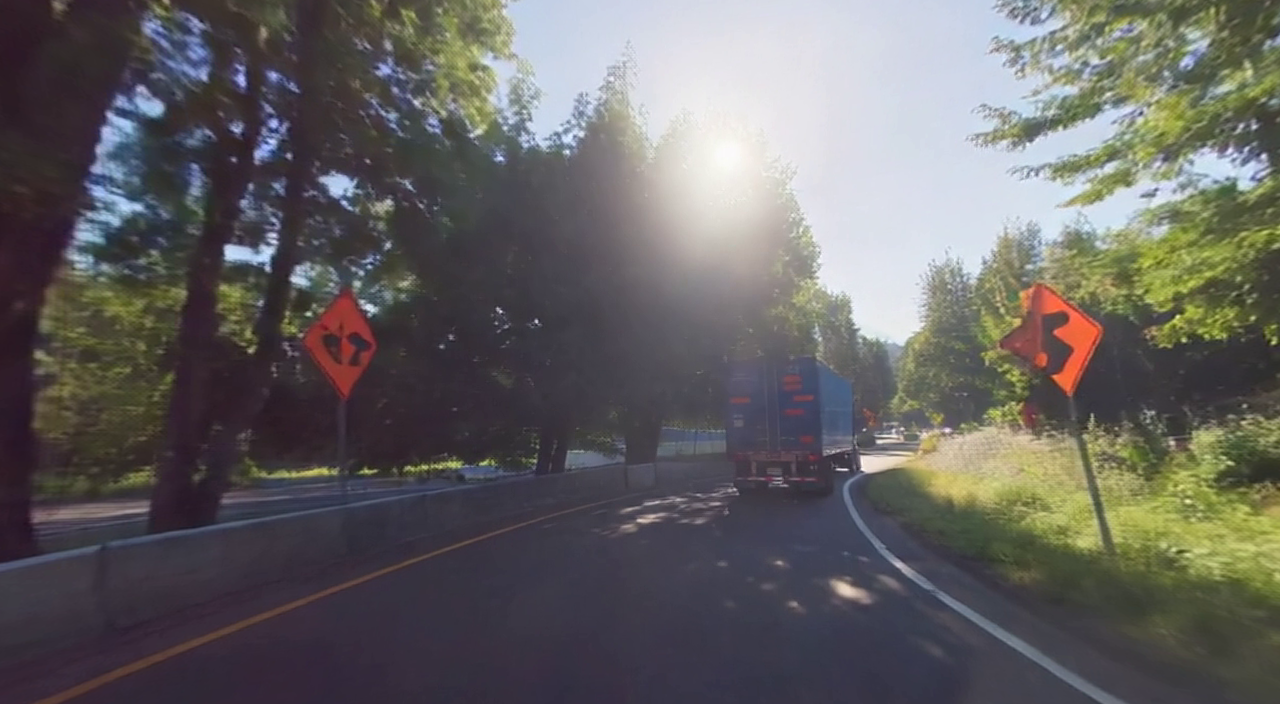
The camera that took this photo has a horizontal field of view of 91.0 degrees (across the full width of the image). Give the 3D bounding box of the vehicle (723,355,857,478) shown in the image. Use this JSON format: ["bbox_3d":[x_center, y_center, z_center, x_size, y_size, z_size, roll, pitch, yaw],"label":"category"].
[{"bbox_3d":[5.963,2.536,23.539,2.937,3.647,9.344,-4,-9,24],"label":"vehicle"}]
